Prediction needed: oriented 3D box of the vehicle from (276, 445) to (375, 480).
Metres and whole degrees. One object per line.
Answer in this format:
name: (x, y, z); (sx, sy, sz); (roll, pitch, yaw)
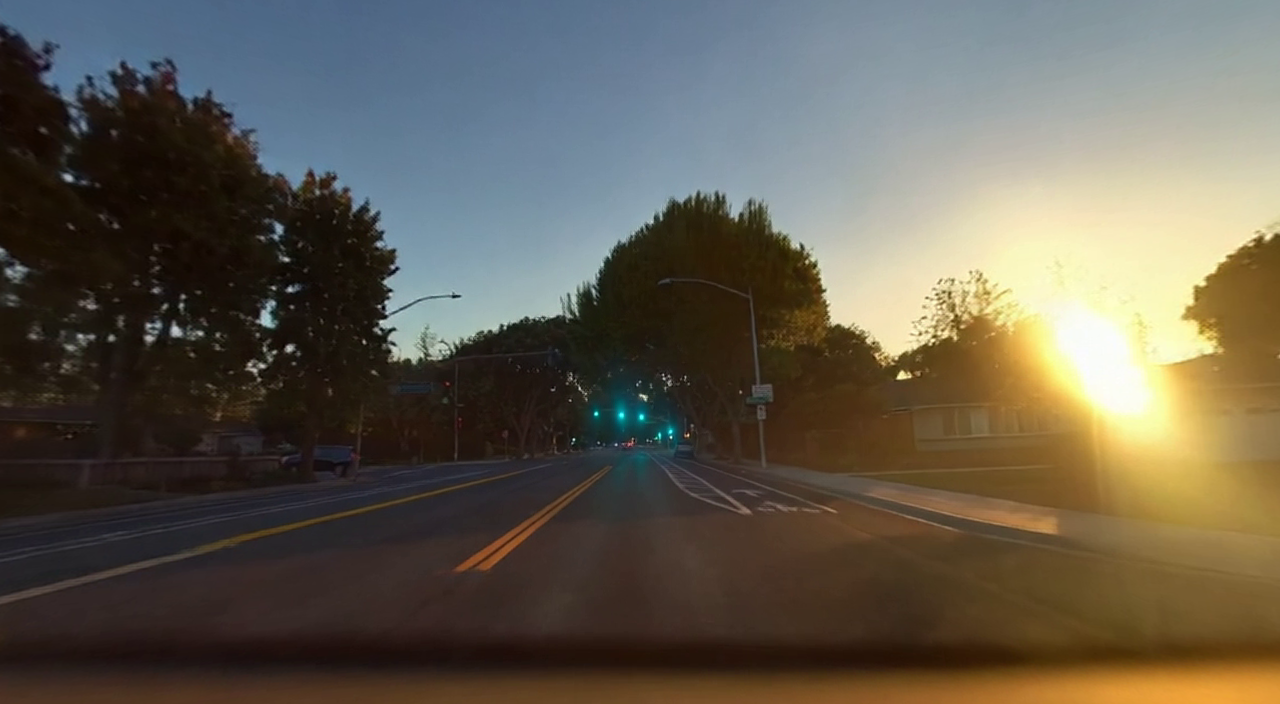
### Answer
vehicle: (-21.892, 7.685, 44.030); (5.841, 1.902, 2.244); (-5, -8, 4)

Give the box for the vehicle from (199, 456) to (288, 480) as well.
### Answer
vehicle: (-27.732, 8.111, 44.207); (4.696, 1.518, 2.224); (0, -8, -2)
